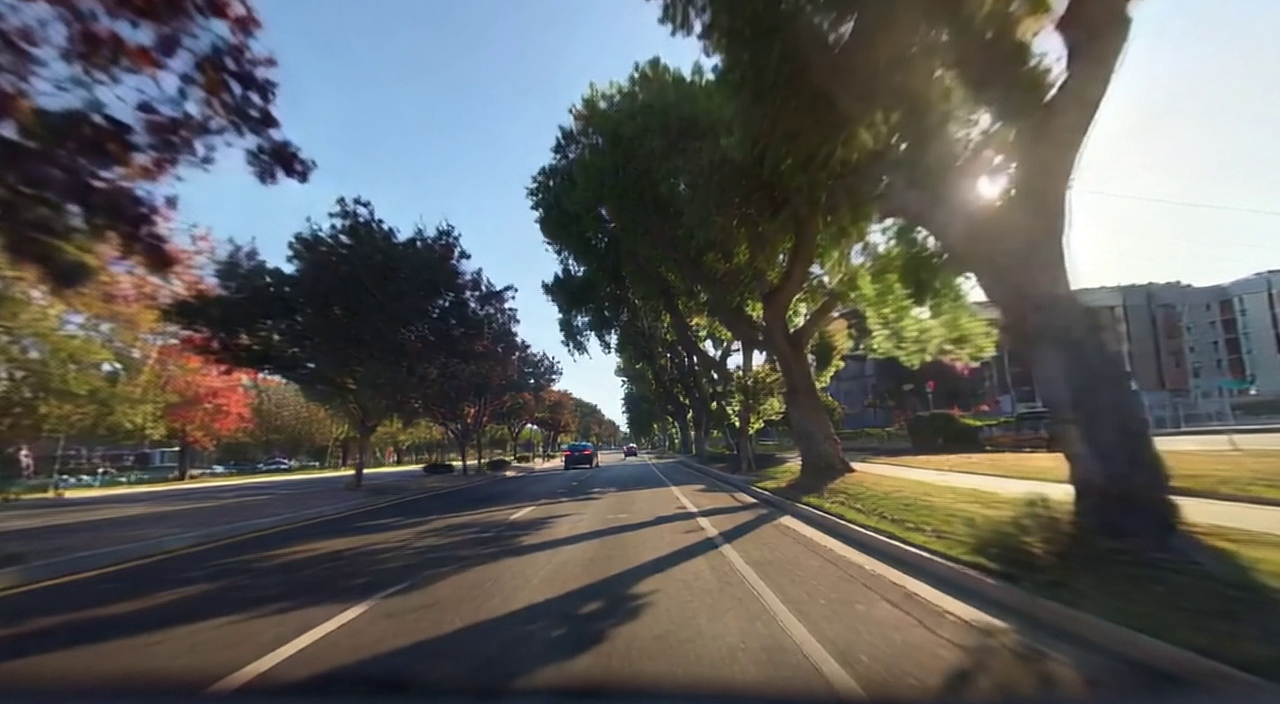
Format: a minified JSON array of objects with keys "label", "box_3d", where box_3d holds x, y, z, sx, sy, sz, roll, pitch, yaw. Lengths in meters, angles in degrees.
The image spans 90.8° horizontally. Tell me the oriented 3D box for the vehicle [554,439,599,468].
[{"label":"vehicle","box_3d":[-3.775,6.158,38.513,2.202,1.685,4.772,0,-9,0]}]
